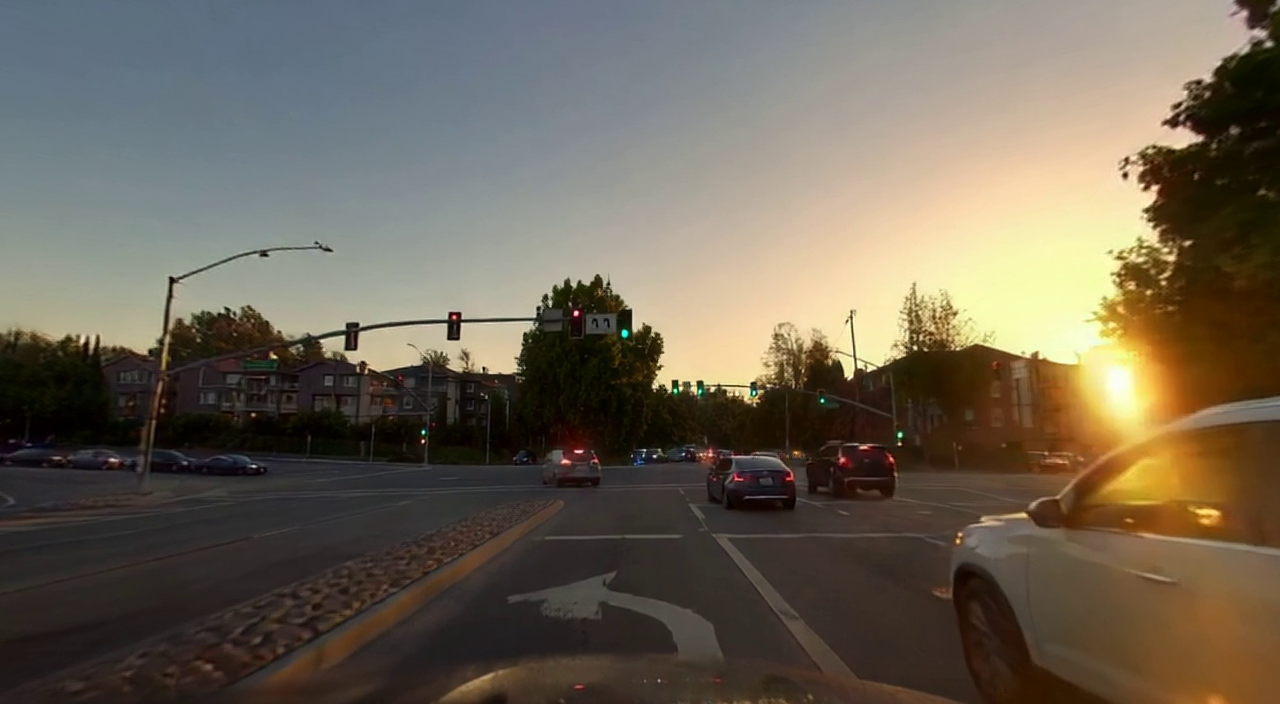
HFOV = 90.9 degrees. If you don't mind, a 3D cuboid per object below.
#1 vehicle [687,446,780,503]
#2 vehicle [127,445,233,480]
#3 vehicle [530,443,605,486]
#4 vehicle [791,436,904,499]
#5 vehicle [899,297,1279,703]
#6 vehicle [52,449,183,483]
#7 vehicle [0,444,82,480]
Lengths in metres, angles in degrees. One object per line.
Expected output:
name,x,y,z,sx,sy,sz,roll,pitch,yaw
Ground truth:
vehicle,2.664,3.604,19.074,2.009,1.480,4.423,0,-8,-2
vehicle,-27.723,6.647,38.097,4.689,1.734,2.034,3,-8,-1
vehicle,-3.293,4.947,28.118,2.099,1.705,4.020,4,-9,-25
vehicle,6.673,3.744,20.936,2.105,1.830,4.610,0,-8,-1
vehicle,2.827,0.741,1.851,2.115,1.737,4.642,0,-8,0
vehicle,-26.258,5.734,31.783,4.724,1.630,1.968,0,-8,-2
vehicle,-36.815,6.563,37.648,4.771,1.778,2.032,3,-8,-2
